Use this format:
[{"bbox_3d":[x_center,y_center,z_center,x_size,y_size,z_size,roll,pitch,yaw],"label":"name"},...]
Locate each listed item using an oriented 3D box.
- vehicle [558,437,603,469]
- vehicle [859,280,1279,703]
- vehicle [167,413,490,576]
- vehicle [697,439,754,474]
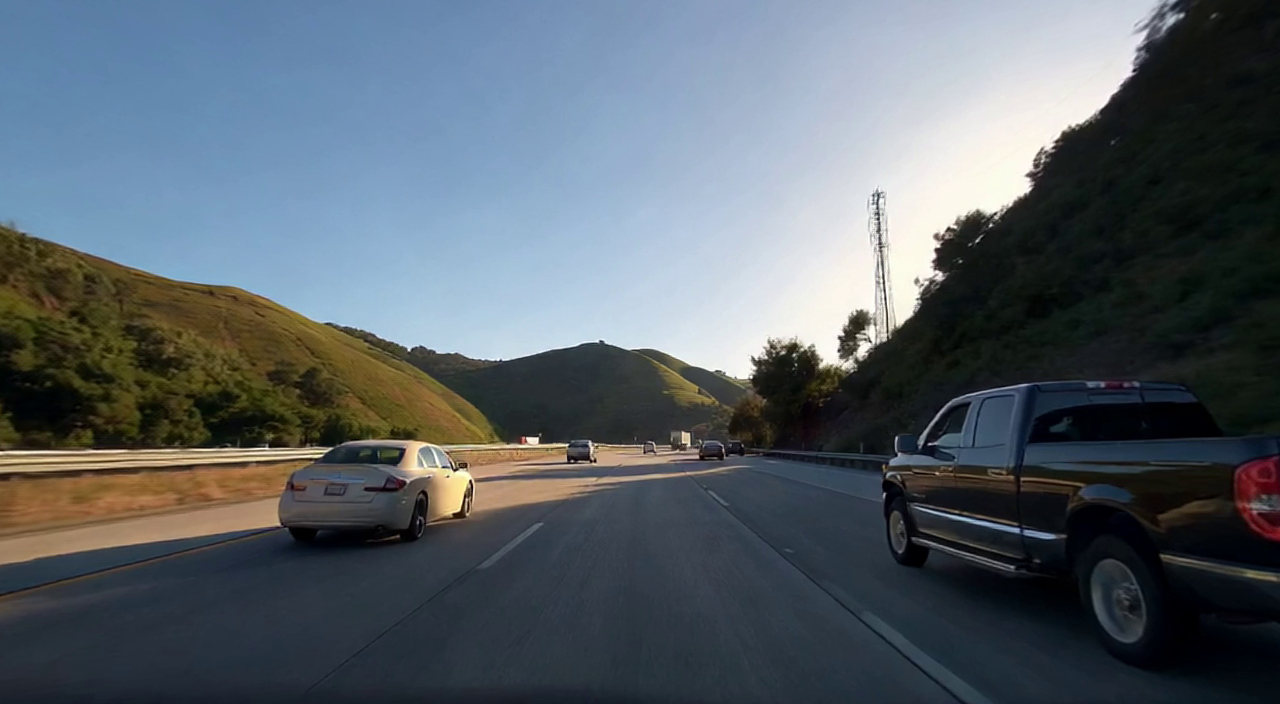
[{"bbox_3d":[-3.304,5.709,35.841,2.021,1.679,4.310,-1,-8,2],"label":"vehicle"},{"bbox_3d":[3.551,0.991,4.512,2.098,1.925,5.171,0,-8,0],"label":"vehicle"},{"bbox_3d":[-3.711,1.786,8.722,2.113,1.636,4.494,0,-8,1],"label":"vehicle"},{"bbox_3d":[3.934,4.880,29.646,2.046,1.471,4.333,0,-8,0],"label":"vehicle"}]
